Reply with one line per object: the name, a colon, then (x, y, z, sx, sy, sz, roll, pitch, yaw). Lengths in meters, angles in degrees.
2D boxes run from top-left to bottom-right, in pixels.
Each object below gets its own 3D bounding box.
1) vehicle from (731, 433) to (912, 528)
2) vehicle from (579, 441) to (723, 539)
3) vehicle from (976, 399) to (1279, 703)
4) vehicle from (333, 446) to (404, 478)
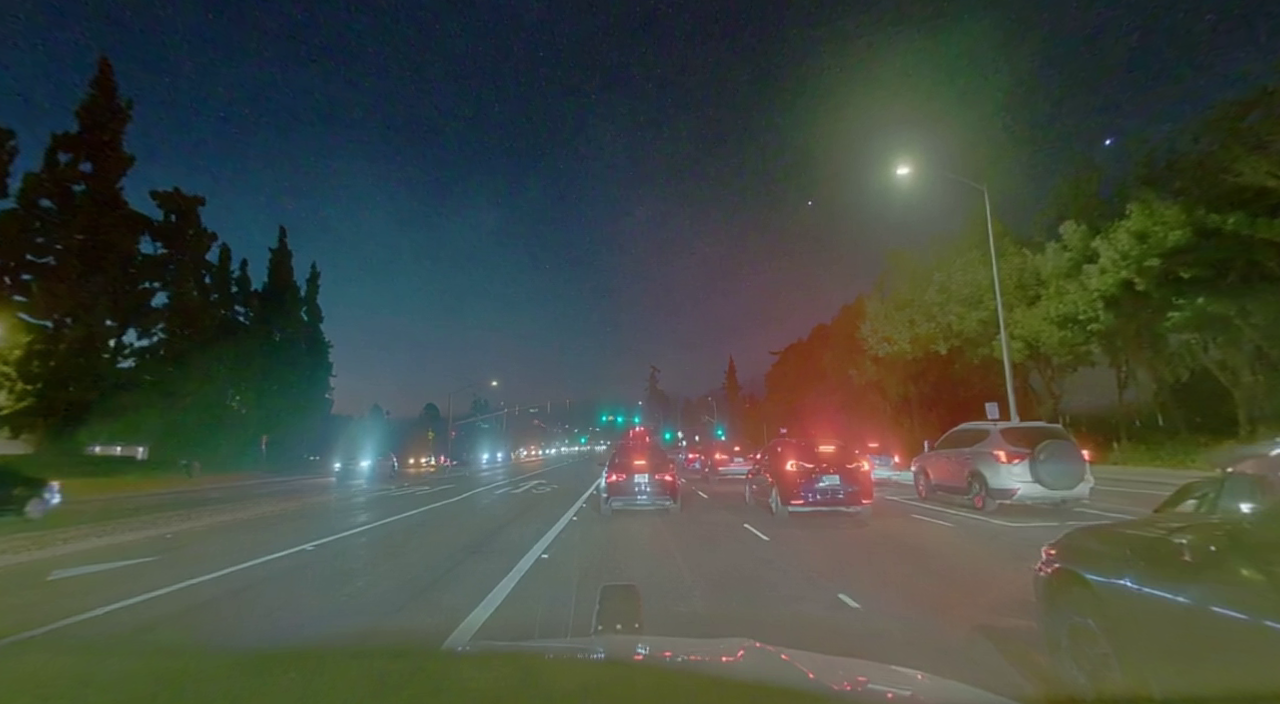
vehicle: (3.183, 2.376, 12.362, 1.970, 1.445, 4.974, 0, -9, -1)
vehicle: (0.088, 2.225, 10.850, 1.990, 1.347, 4.067, 0, -9, -2)
vehicle: (3.482, 0.904, 2.317, 1.959, 1.472, 4.571, 0, -9, 0)
vehicle: (-15.711, 6.355, 36.838, 2.080, 1.738, 4.686, 0, -9, 0)
